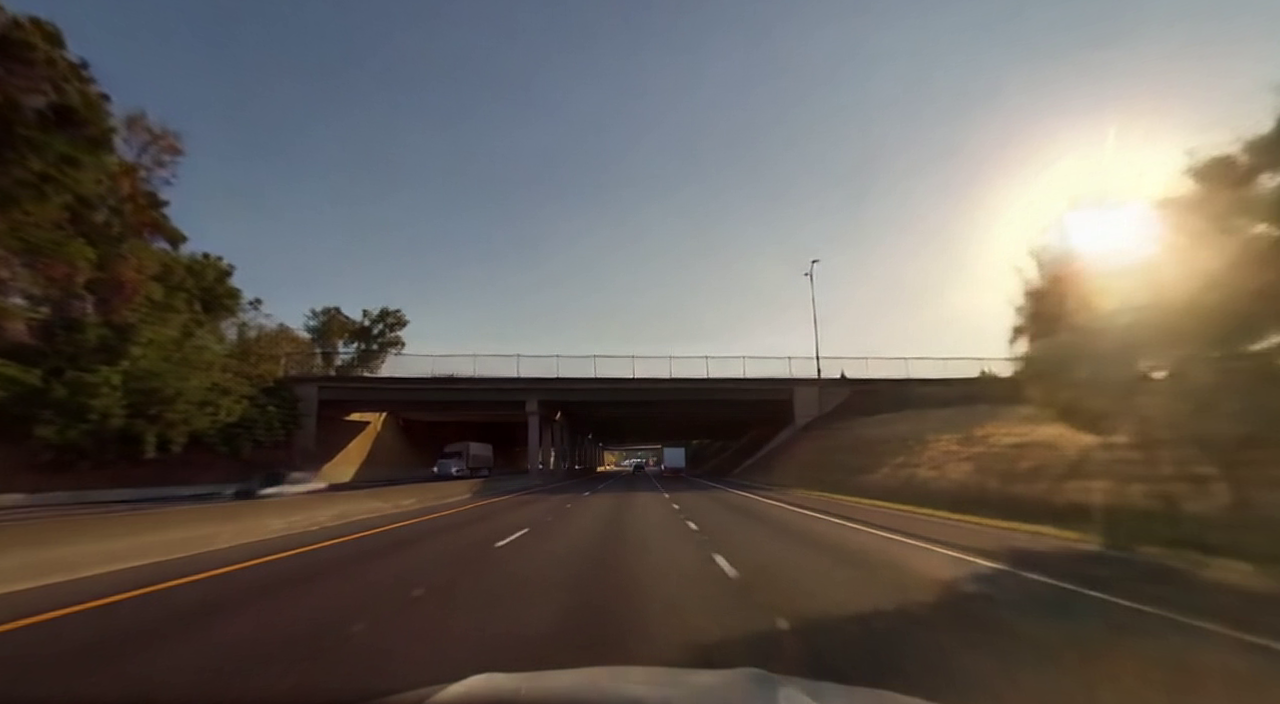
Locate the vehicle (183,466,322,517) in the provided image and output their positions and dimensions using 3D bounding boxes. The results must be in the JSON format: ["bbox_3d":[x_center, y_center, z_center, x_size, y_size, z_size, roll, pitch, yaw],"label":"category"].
[{"bbox_3d":[-12.670,4.563,20.995,1.835,1.448,4.324,1,-10,0],"label":"vehicle"}]
